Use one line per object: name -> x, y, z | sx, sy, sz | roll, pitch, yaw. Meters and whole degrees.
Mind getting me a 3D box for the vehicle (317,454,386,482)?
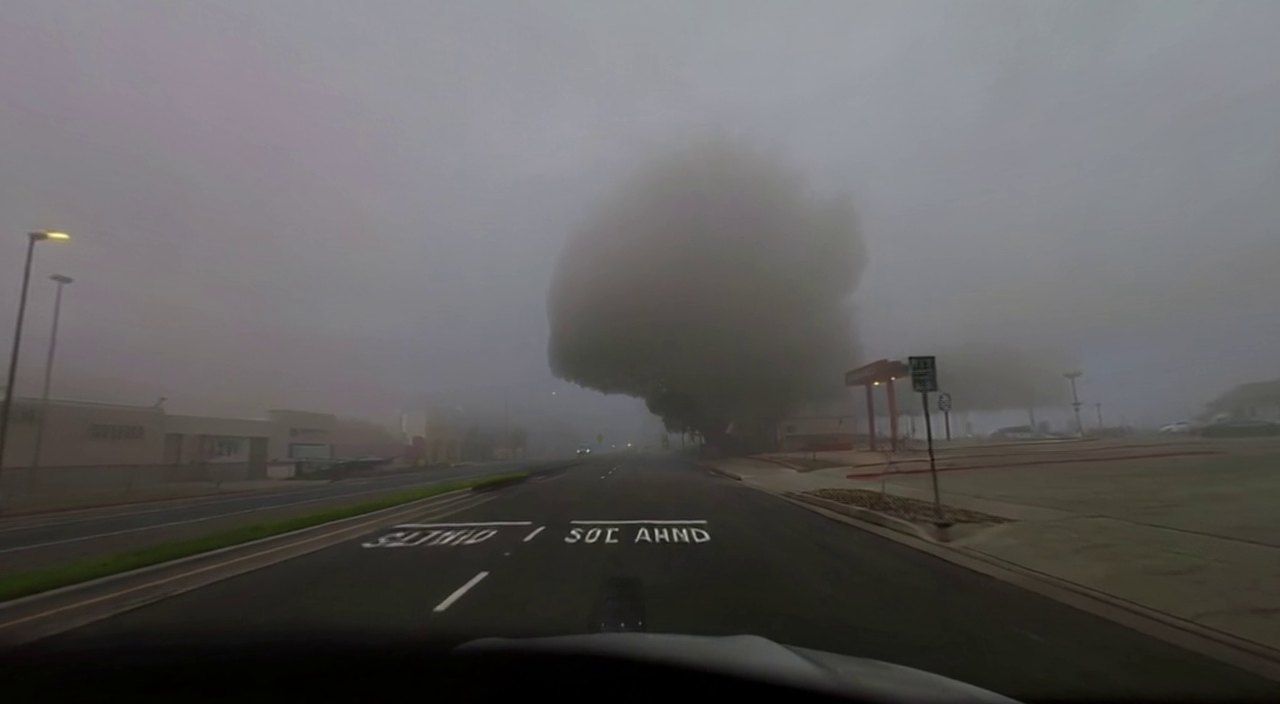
vehicle -> -17.394, 6.987, 38.084 | 1.861, 1.541, 4.530 | 0, -9, 3
